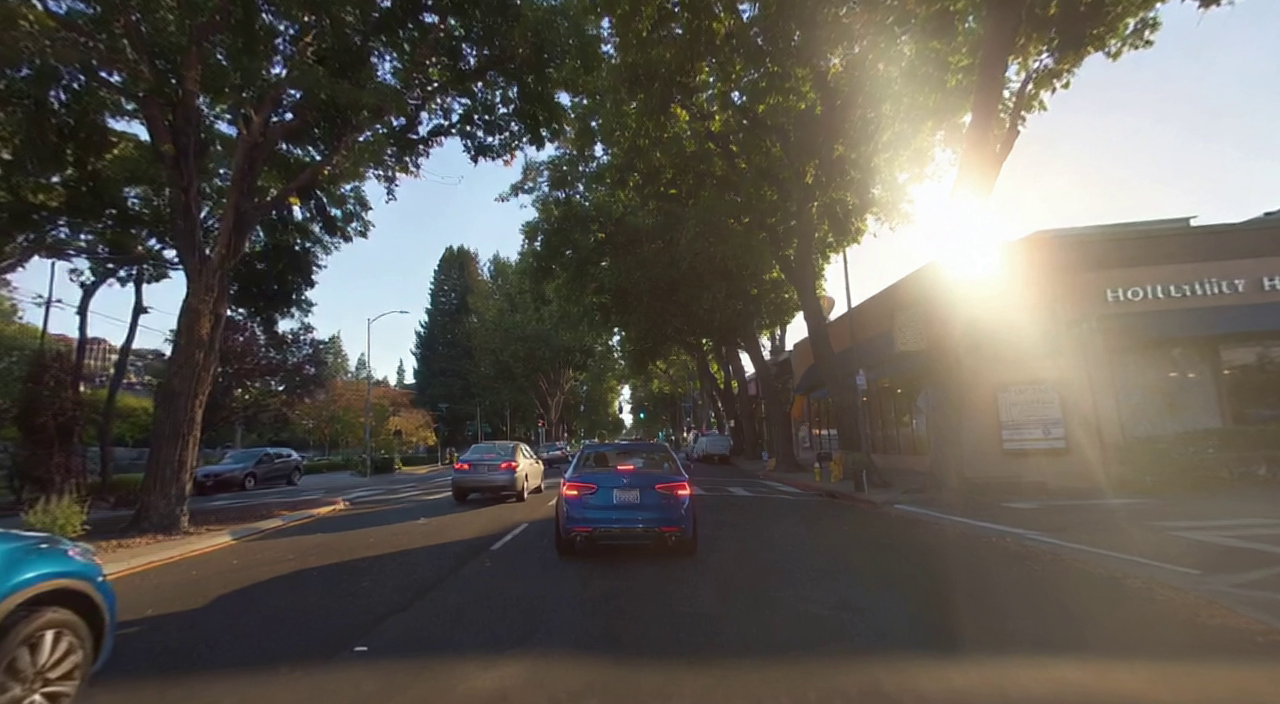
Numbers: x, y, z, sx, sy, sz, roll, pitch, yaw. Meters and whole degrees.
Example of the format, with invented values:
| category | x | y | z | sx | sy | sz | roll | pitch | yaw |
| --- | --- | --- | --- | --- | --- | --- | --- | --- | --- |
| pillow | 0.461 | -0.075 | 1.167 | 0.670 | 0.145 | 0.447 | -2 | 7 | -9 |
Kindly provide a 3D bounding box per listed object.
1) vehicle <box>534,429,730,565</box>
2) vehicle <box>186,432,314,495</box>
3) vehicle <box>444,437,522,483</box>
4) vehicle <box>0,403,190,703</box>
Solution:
| category | x | y | z | sx | sy | sz | roll | pitch | yaw |
| --- | --- | --- | --- | --- | --- | --- | --- | --- | --- |
| vehicle | -0.099 | 1.906 | 9.047 | 2.160 | 1.482 | 4.037 | 0 | -9 | 0 |
| vehicle | -19.127 | 5.479 | 31.401 | 2.286 | 2.777 | 5.926 | -1 | -9 | 3 |
| vehicle | -6.186 | 4.289 | 25.349 | 2.095 | 1.682 | 4.371 | 0 | -9 | -1 |
| vehicle | -3.472 | 0.786 | 1.389 | 1.905 | 1.473 | 4.016 | 0 | -9 | 1 |
